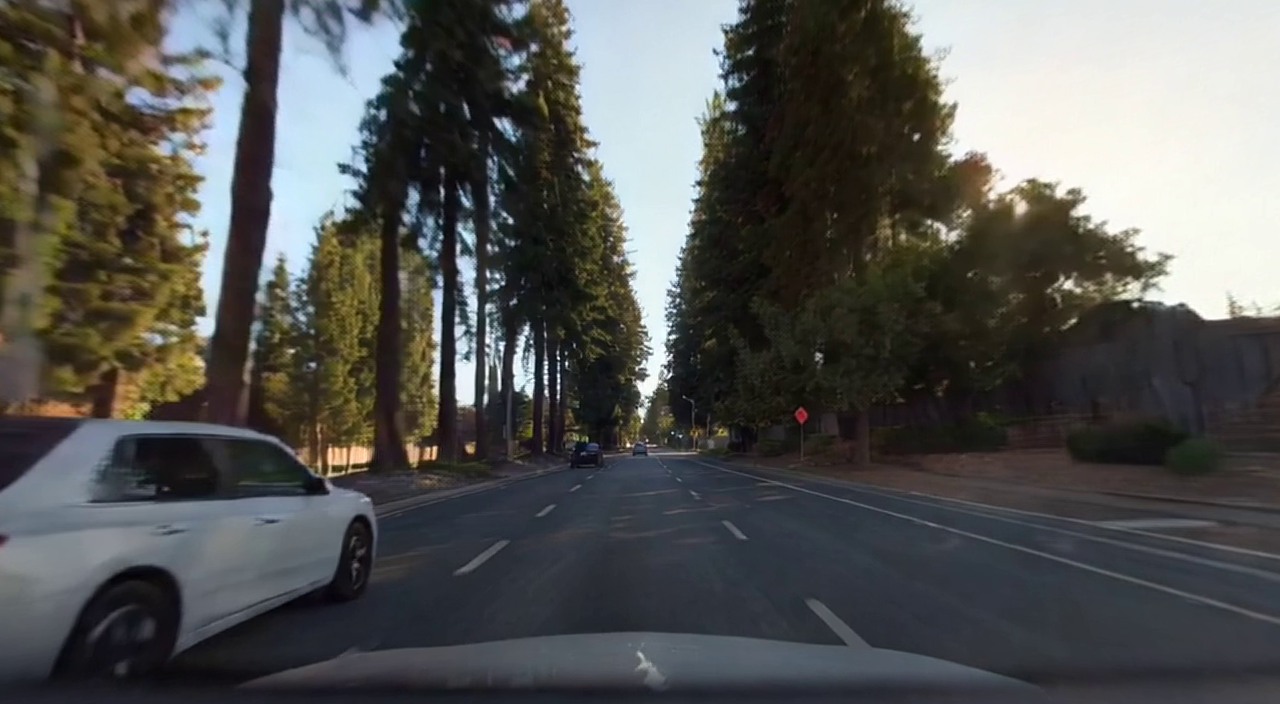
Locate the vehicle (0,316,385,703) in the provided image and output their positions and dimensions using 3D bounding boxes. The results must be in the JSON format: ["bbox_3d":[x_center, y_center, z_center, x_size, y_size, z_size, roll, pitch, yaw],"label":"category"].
[{"bbox_3d":[-3.211,0.854,2.980,2.058,1.671,4.704,0,-9,0],"label":"vehicle"}]

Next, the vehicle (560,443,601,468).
[{"bbox_3d":[-3.578,6.314,38.641,2.021,1.466,4.330,0,-9,1],"label":"vehicle"}]
